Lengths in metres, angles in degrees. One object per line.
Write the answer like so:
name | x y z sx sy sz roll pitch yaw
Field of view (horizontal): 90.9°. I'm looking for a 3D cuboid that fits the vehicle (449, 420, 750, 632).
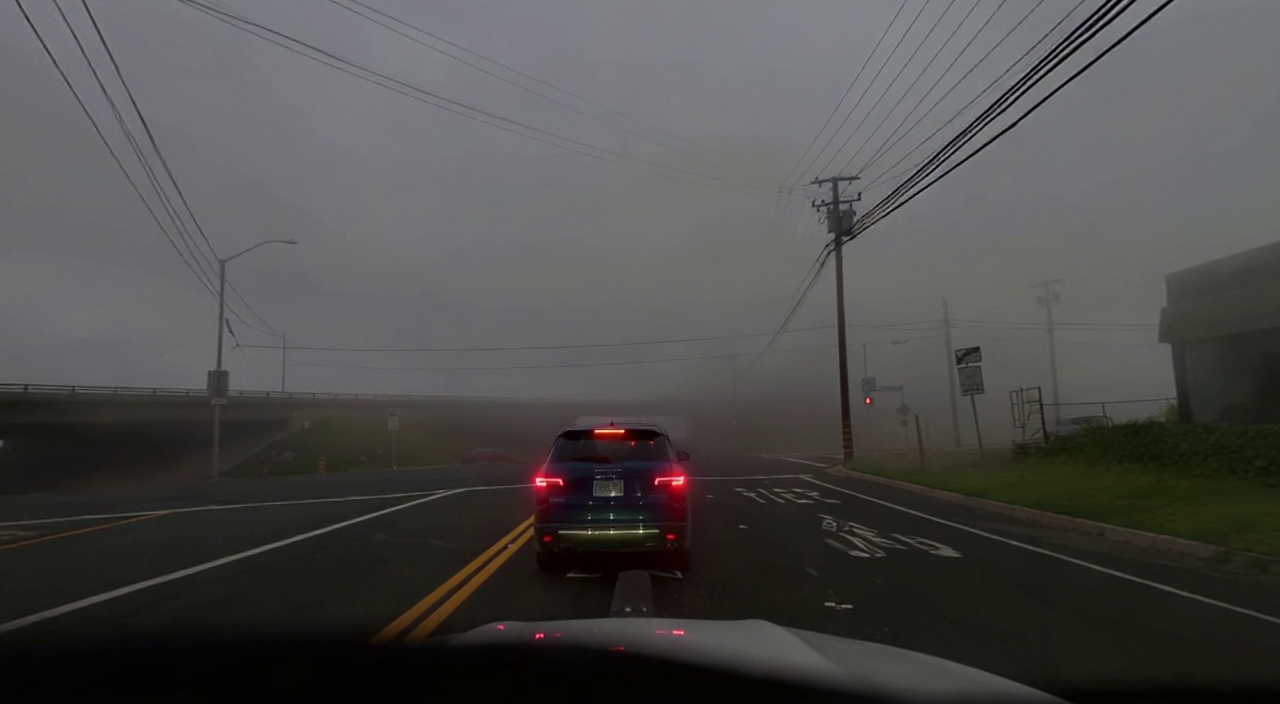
vehicle | -0.245 1.520 6.465 2.090 1.458 4.033 -1 -9 1
